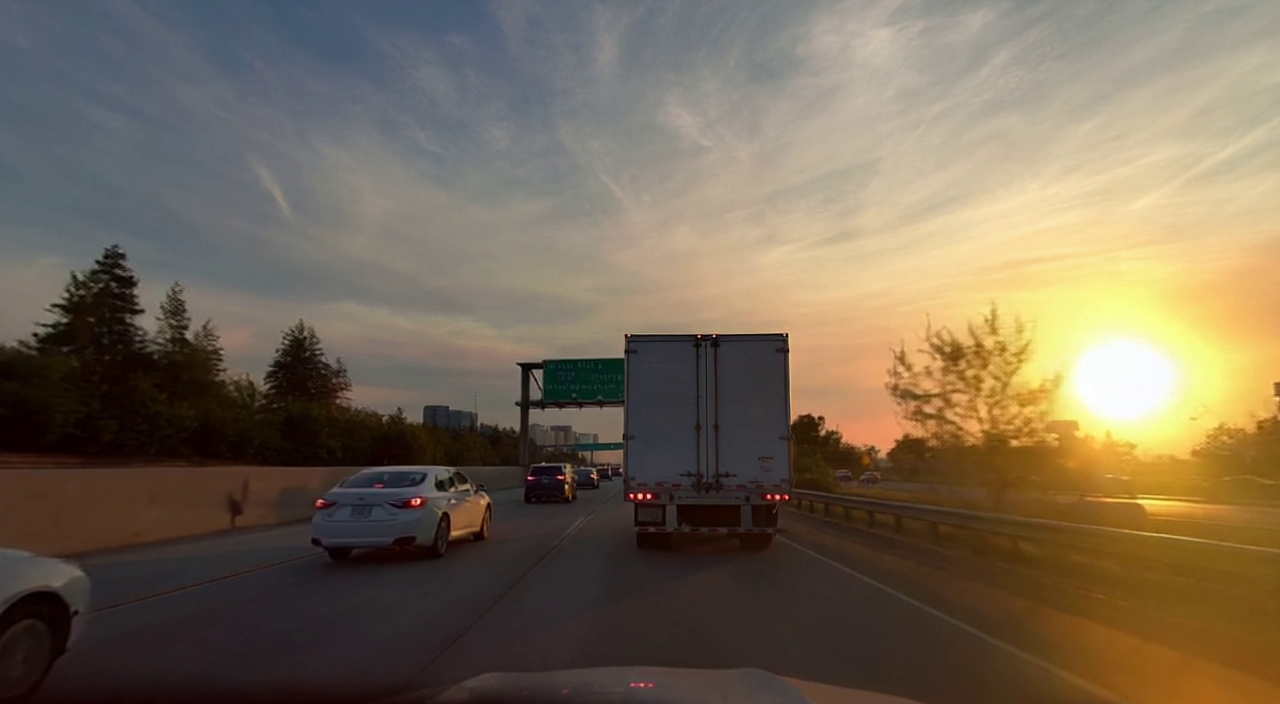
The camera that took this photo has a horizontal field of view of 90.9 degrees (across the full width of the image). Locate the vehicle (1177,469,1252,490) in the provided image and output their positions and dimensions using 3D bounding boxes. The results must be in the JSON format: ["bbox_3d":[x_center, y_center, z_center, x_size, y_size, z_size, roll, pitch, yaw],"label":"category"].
[{"bbox_3d":[42.980,9.565,47.151,3.974,1.485,1.709,1,-11,-4],"label":"vehicle"}]

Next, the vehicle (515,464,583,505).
[{"bbox_3d":[-3.589,5.336,25.632,1.964,1.482,4.371,0,-11,1],"label":"vehicle"}]

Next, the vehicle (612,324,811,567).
[{"bbox_3d":[1.103,2.113,13.595,2.831,3.529,8.689,0,-11,1],"label":"vehicle"}]

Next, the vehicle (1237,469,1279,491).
[{"bbox_3d":[48.913,9.849,48.561,4.681,1.572,1.862,3,-11,-15],"label":"vehicle"}]

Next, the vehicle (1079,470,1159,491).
[{"bbox_3d":[35.750,9.576,47.131,4.299,1.465,1.807,-1,-11,7],"label":"vehicle"}]

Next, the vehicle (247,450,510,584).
[{"bbox_3d":[-3.537,2.358,9.729,1.983,1.509,4.679,1,-11,1],"label":"vehicle"}]

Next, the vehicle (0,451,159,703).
[{"bbox_3d":[-4.236,0.948,1.829,2.043,1.391,4.515,0,-11,1],"label":"vehicle"}]
